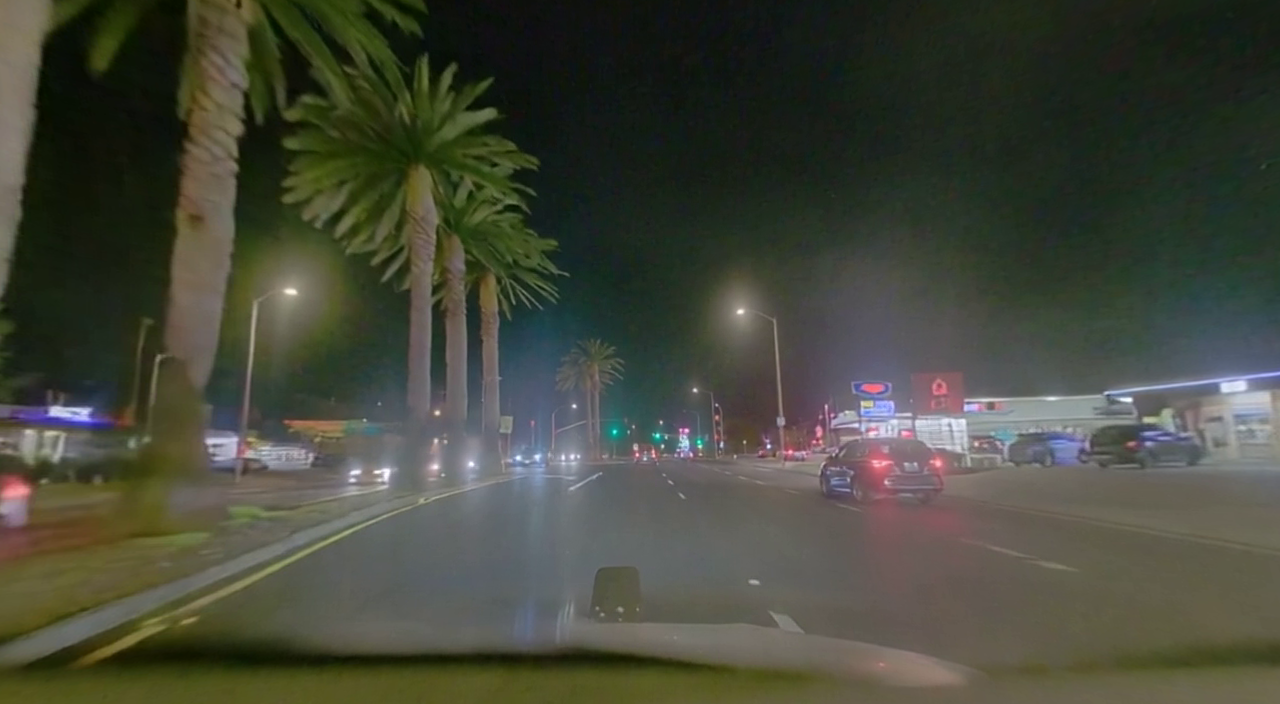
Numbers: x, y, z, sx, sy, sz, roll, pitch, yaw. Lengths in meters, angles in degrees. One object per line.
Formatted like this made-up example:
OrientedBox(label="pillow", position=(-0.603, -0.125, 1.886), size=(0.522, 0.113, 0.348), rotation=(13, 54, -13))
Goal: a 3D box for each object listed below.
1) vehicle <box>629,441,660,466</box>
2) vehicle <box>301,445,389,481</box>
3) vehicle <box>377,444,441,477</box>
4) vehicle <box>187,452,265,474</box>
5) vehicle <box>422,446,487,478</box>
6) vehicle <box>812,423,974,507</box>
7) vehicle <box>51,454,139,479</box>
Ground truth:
OrientedBox(label="vehicle", position=(0.328, 7.506, 46.799), size=(2.177, 1.754, 3.815), rotation=(-1, -8, 1))
OrientedBox(label="vehicle", position=(-16.182, 6.098, 35.116), size=(2.183, 1.814, 5.403), rotation=(-1, -9, 1))
OrientedBox(label="vehicle", position=(-12.847, 6.066, 35.492), size=(1.958, 1.701, 4.082), rotation=(-1, -8, 1))
OrientedBox(label="vehicle", position=(-32.414, 8.705, 49.639), size=(4.623, 1.572, 2.097), rotation=(0, -10, 0))
OrientedBox(label="vehicle", position=(-9.211, 5.489, 31.817), size=(1.891, 1.473, 4.297), rotation=(-1, -9, 1))
OrientedBox(label="vehicle", position=(6.284, 2.871, 16.505), size=(2.066, 1.807, 4.893), rotation=(0, -9, -1))
OrientedBox(label="vehicle", position=(-35.203, 7.392, 40.918), size=(3.864, 1.530, 1.961), rotation=(-1, -8, 1))
